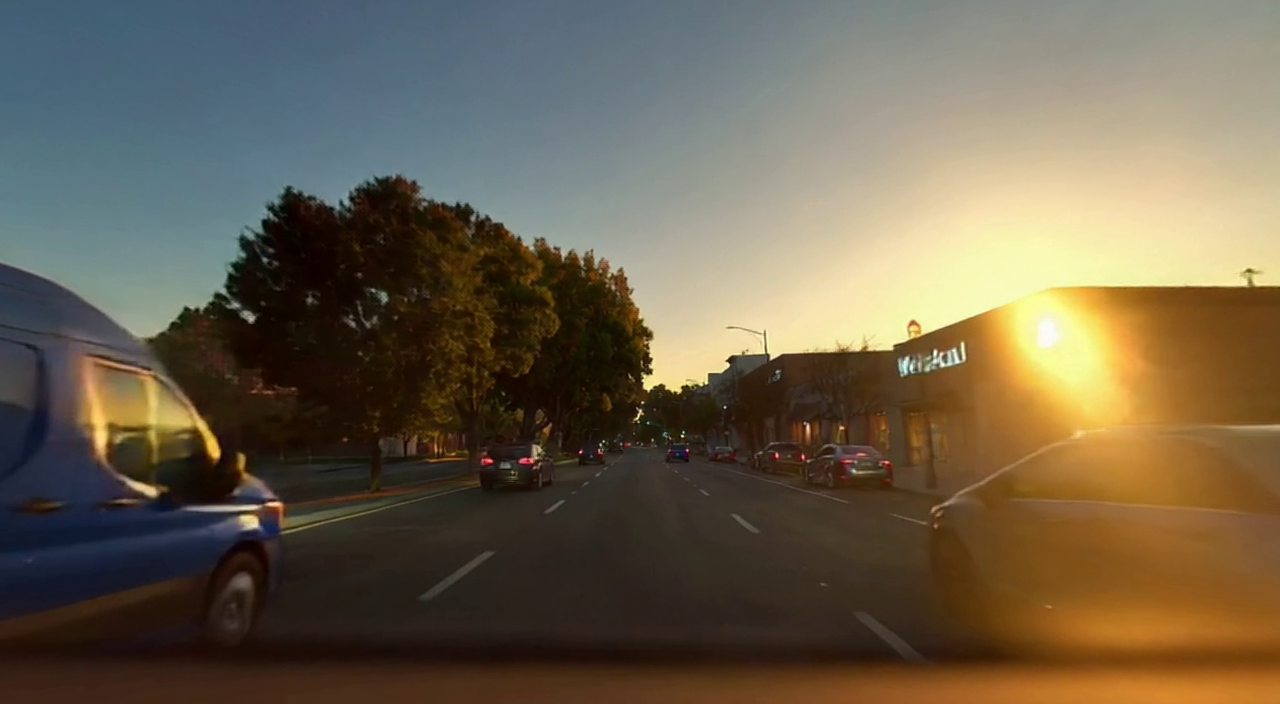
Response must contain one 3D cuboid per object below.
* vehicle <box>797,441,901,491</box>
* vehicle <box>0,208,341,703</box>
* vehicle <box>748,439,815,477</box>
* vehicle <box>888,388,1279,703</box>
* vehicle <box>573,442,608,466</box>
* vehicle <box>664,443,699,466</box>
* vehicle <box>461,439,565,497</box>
[{"bbox_3d":[6.762,3.718,20.999,1.896,1.479,4.416,0,-8,-1],"label":"vehicle"},{"bbox_3d":[-3.545,0.518,1.876,2.490,2.153,5.594,0,-9,1],"label":"vehicle"},{"bbox_3d":[6.588,4.972,29.869,1.983,1.618,4.108,0,-9,-4],"label":"vehicle"},{"bbox_3d":[3.291,1.041,3.353,2.021,1.491,4.563,0,-8,-1],"label":"vehicle"},{"bbox_3d":[-3.604,7.532,46.934,2.145,1.694,4.642,0,-8,1],"label":"vehicle"},{"bbox_3d":[2.736,6.918,42.806,1.961,1.482,4.538,0,-8,-1],"label":"vehicle"},{"bbox_3d":[-3.538,3.334,18.529,2.060,1.466,4.387,0,-8,1],"label":"vehicle"}]
